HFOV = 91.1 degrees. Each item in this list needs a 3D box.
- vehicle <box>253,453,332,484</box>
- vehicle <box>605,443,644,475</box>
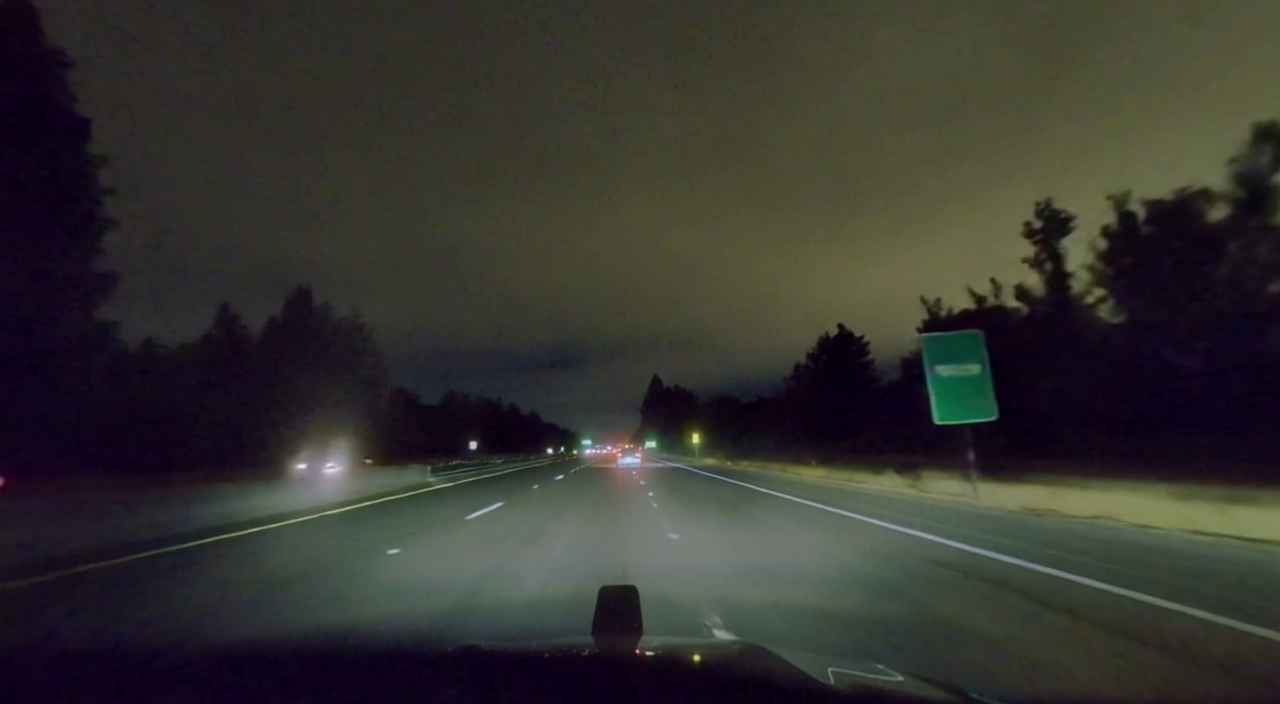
[{"bbox_3d":[-18.318,6.141,33.344,1.856,1.463,4.226,0,-9,-1],"label":"vehicle"},{"bbox_3d":[-0.837,6.157,36.334,2.120,1.715,4.153,0,-9,0],"label":"vehicle"}]
